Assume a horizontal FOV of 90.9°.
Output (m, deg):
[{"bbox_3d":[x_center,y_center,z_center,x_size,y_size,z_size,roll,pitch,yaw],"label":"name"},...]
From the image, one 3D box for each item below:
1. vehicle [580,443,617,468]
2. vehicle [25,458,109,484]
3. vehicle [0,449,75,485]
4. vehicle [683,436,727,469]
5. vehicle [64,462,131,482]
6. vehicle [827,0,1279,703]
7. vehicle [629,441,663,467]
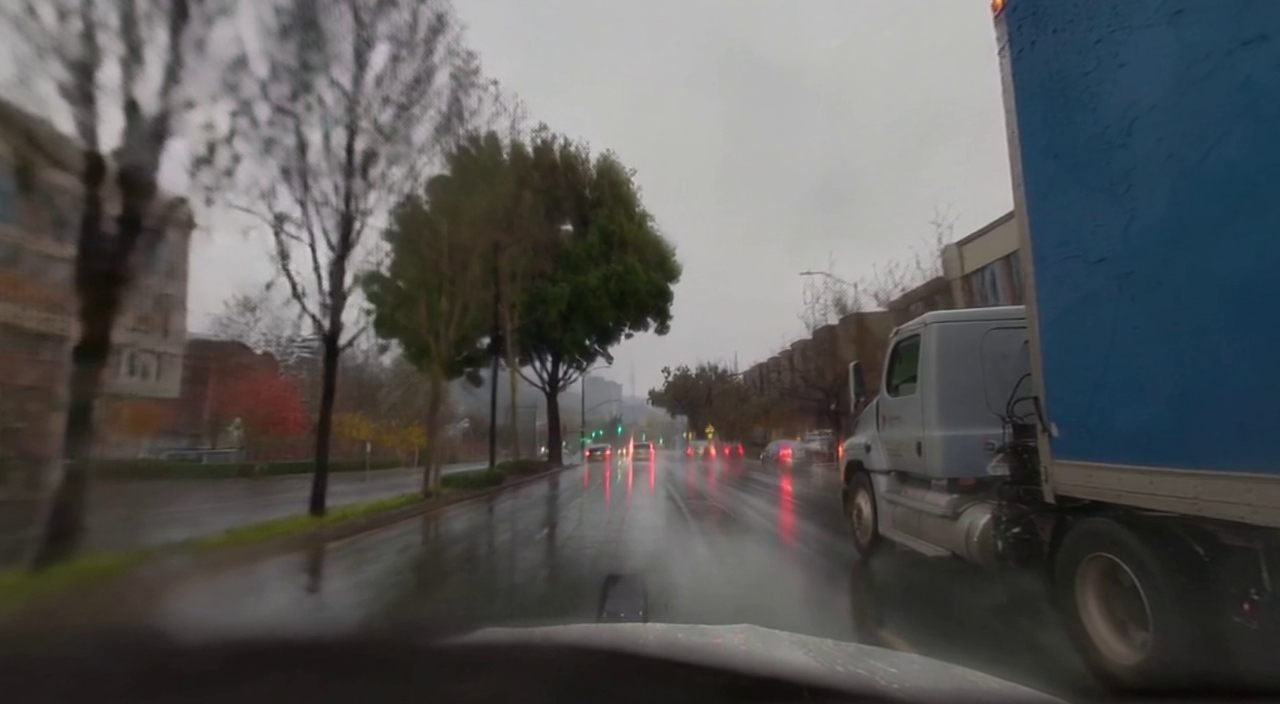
[{"bbox_3d":[-2.790,7.103,43.471,2.211,1.537,4.666,-1,-8,1],"label":"vehicle"},{"bbox_3d":[-45.291,9.373,49.990,2.135,1.791,4.777,-1,-8,1],"label":"vehicle"},{"bbox_3d":[-48.039,9.029,49.636,2.215,2.552,5.160,-2,-8,-1],"label":"vehicle"},{"bbox_3d":[3.952,6.209,39.142,2.196,1.908,4.412,0,-8,-1],"label":"vehicle"},{"bbox_3d":[-42.846,9.449,49.858,1.897,1.429,3.741,-1,-8,3],"label":"vehicle"},{"bbox_3d":[3.603,-0.218,3.019,3.006,3.679,8.506,-1,-8,2],"label":"vehicle"},{"bbox_3d":[0.419,7.043,43.802,2.276,1.704,3.925,-1,-8,1],"label":"vehicle"}]
